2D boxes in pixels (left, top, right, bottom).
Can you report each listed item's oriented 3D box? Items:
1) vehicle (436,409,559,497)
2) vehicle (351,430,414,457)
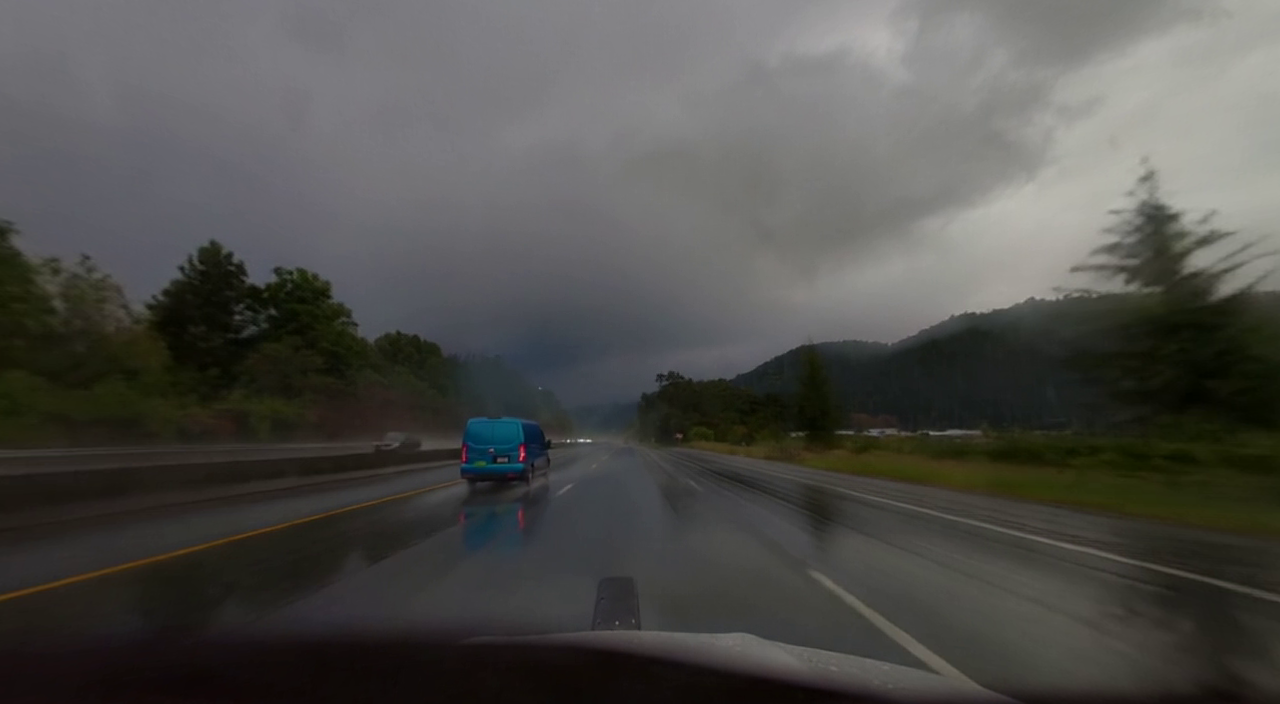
[{"bbox_3d":[-3.615,2.668,17.053,2.297,2.011,4.736,0,-8,-1],"label":"vehicle"},{"bbox_3d":[-16.300,5.826,40.183,2.196,1.632,4.565,0,-8,-1],"label":"vehicle"}]
